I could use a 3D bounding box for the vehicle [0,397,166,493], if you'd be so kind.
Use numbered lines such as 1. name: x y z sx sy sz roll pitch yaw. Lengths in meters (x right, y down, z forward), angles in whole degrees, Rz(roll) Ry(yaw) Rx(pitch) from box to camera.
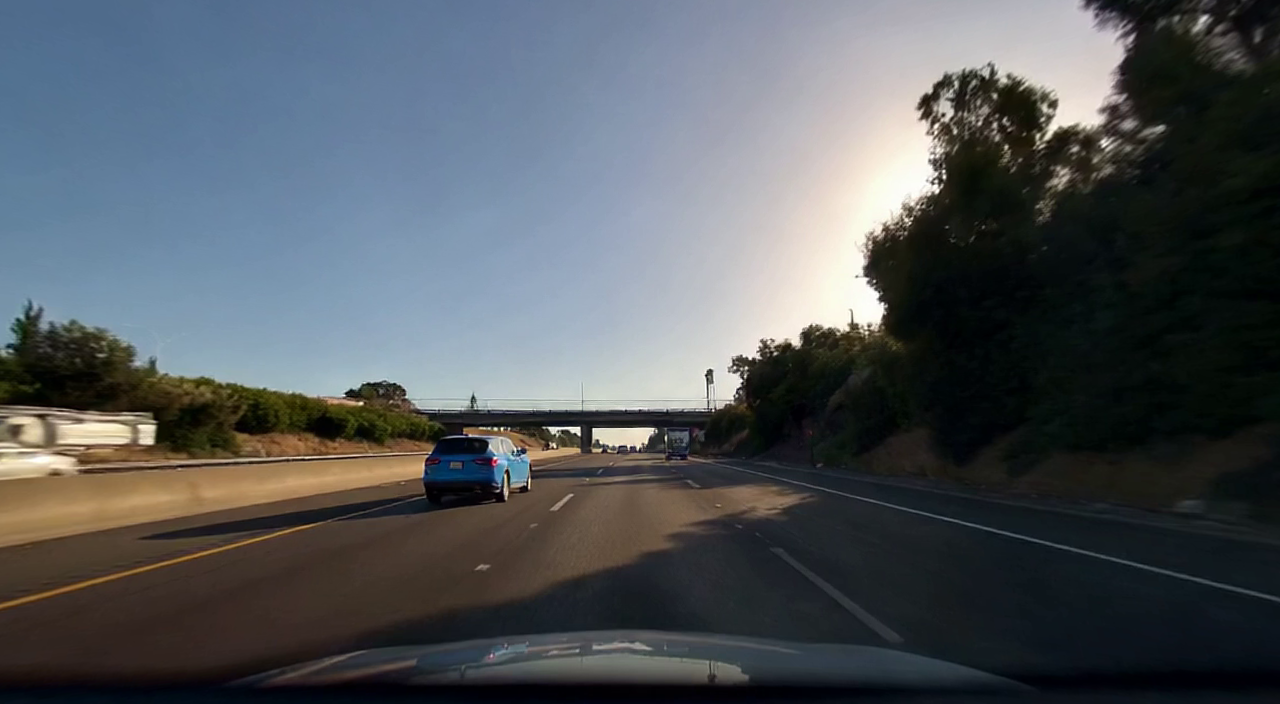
1. vehicle: -23.226 3.551 23.963 3.211 3.197 9.419 0 -9 -1

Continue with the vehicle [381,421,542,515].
1. vehicle: -3.789 2.581 14.578 2.205 1.773 5.124 0 -9 0
